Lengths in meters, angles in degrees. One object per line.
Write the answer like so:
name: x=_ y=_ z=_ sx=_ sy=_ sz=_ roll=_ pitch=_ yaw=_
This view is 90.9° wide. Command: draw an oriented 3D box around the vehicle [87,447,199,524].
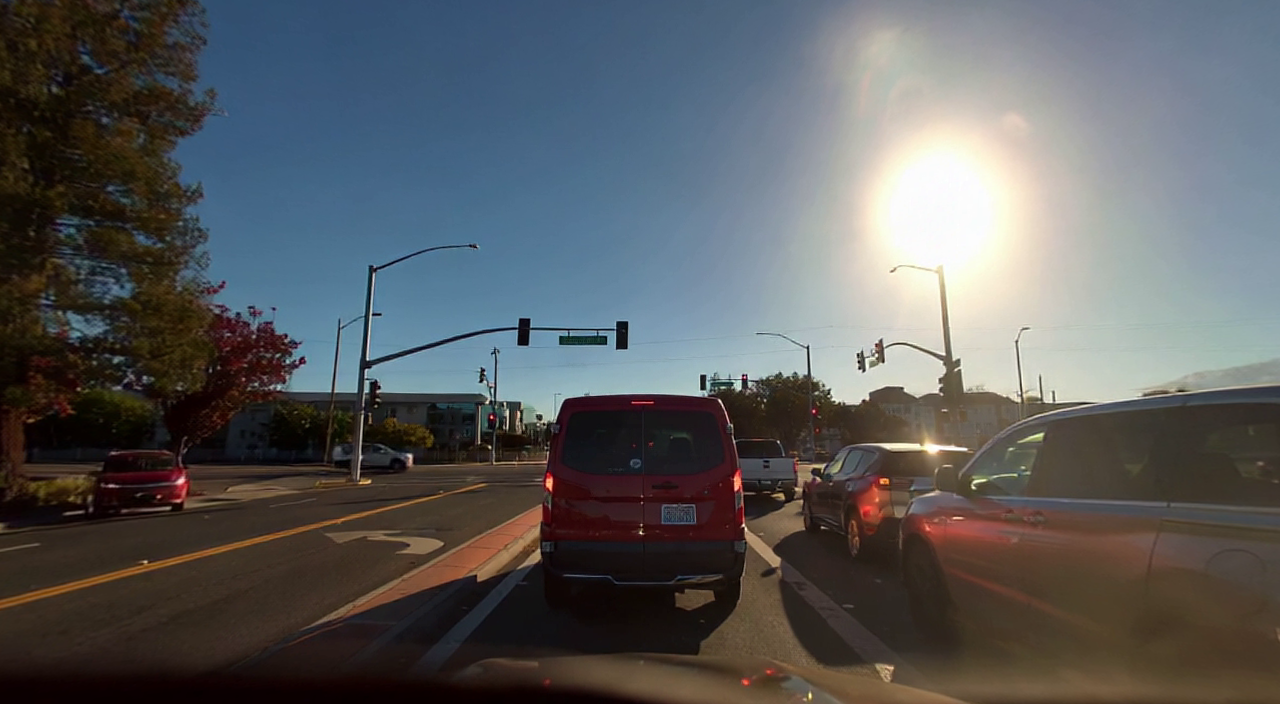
vehicle: x=-12.799 y=3.292 z=16.285 sx=2.023 sy=1.488 sz=4.654 roll=0 pitch=-7 yaw=-38

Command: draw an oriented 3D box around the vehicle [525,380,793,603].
vehicle: x=0.172 y=1.468 z=7.447 sx=2.185 sy=1.822 sz=4.391 roll=0 pitch=-8 yaw=1

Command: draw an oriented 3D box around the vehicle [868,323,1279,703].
vehicle: x=2.899 y=0.951 z=3.177 sx=1.971 sy=1.663 sz=4.287 roll=0 pitch=-8 yaw=2

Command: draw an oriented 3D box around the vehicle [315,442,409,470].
vehicle: x=-15.779 y=5.911 z=36.036 sx=4.498 sy=1.547 sz=1.886 roll=1 pitch=-8 yaw=-9
